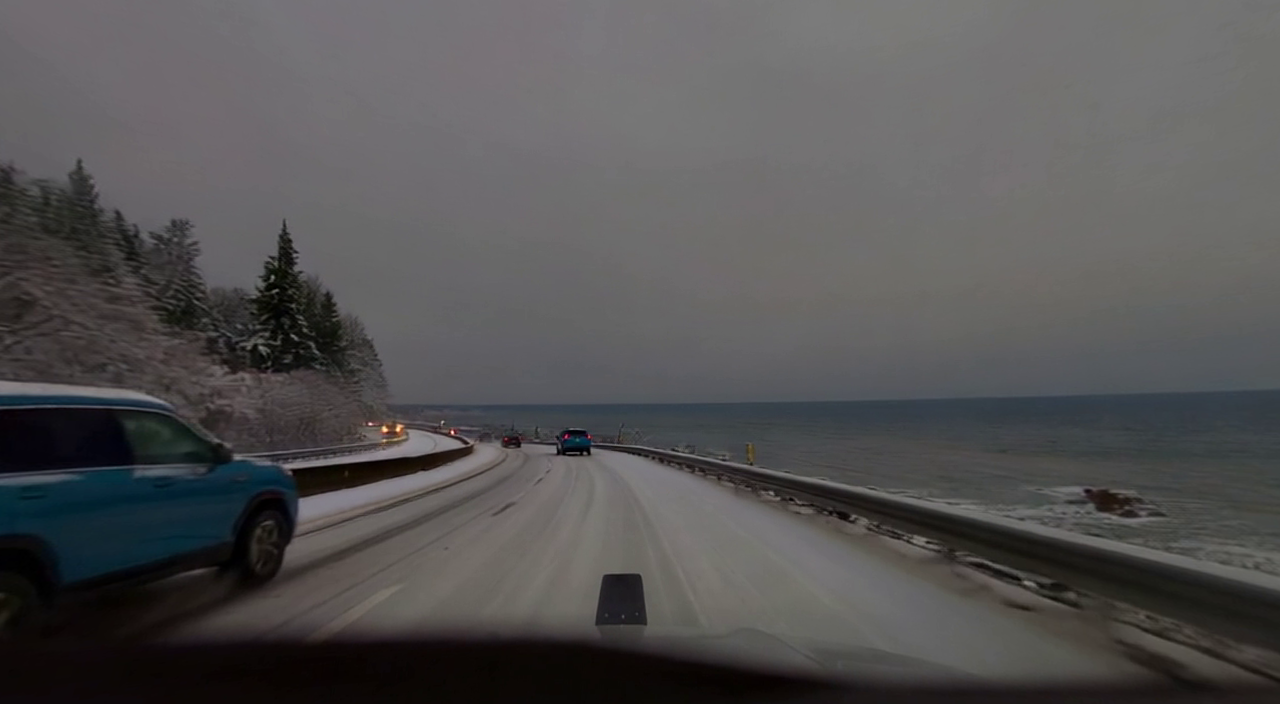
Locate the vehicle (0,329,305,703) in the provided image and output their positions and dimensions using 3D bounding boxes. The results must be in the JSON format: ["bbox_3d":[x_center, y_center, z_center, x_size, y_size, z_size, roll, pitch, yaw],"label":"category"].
[{"bbox_3d":[-4.295,0.884,3.533,2.248,1.849,4.747,0,-8,-1],"label":"vehicle"}]

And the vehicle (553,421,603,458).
[{"bbox_3d":[-4.022,5.589,40.037,2.632,2.162,5.529,2,-9,-11],"label":"vehicle"}]
